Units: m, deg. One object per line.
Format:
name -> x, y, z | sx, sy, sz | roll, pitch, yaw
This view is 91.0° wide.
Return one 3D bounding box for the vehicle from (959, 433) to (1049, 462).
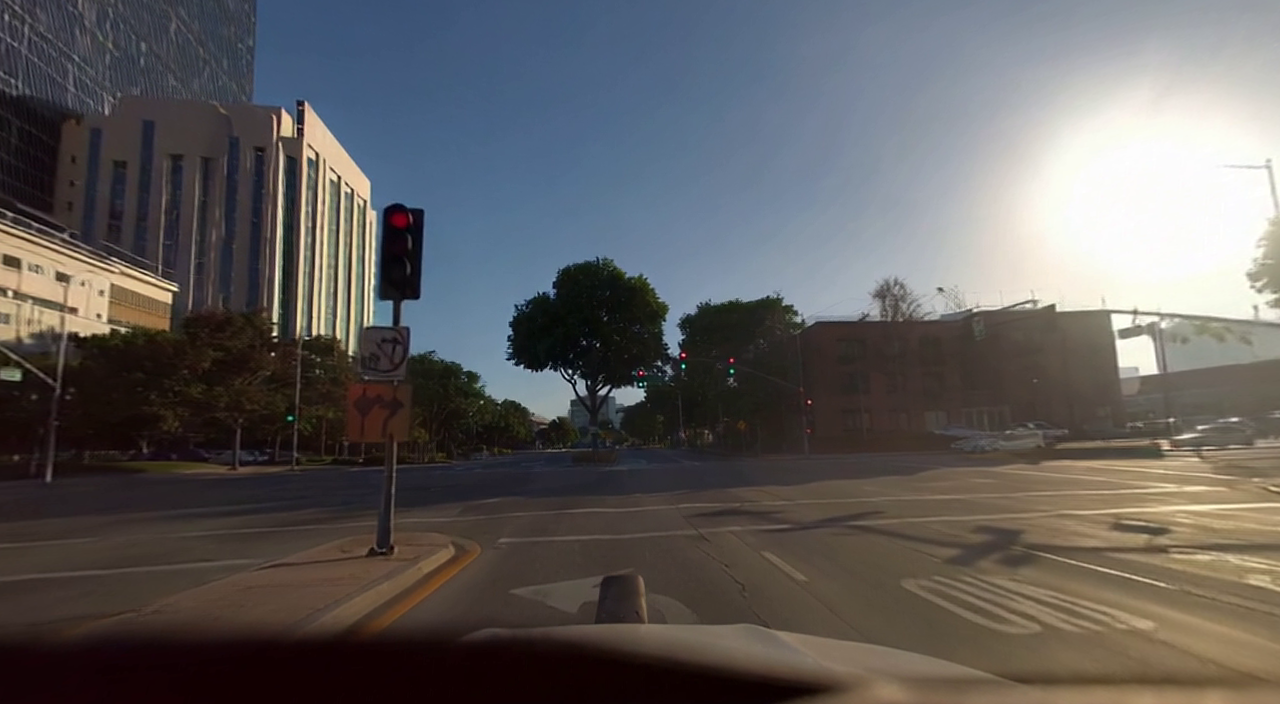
vehicle -> 21.712, 5.692, 37.567 | 4.769, 1.634, 1.884 | 3, -9, -19
